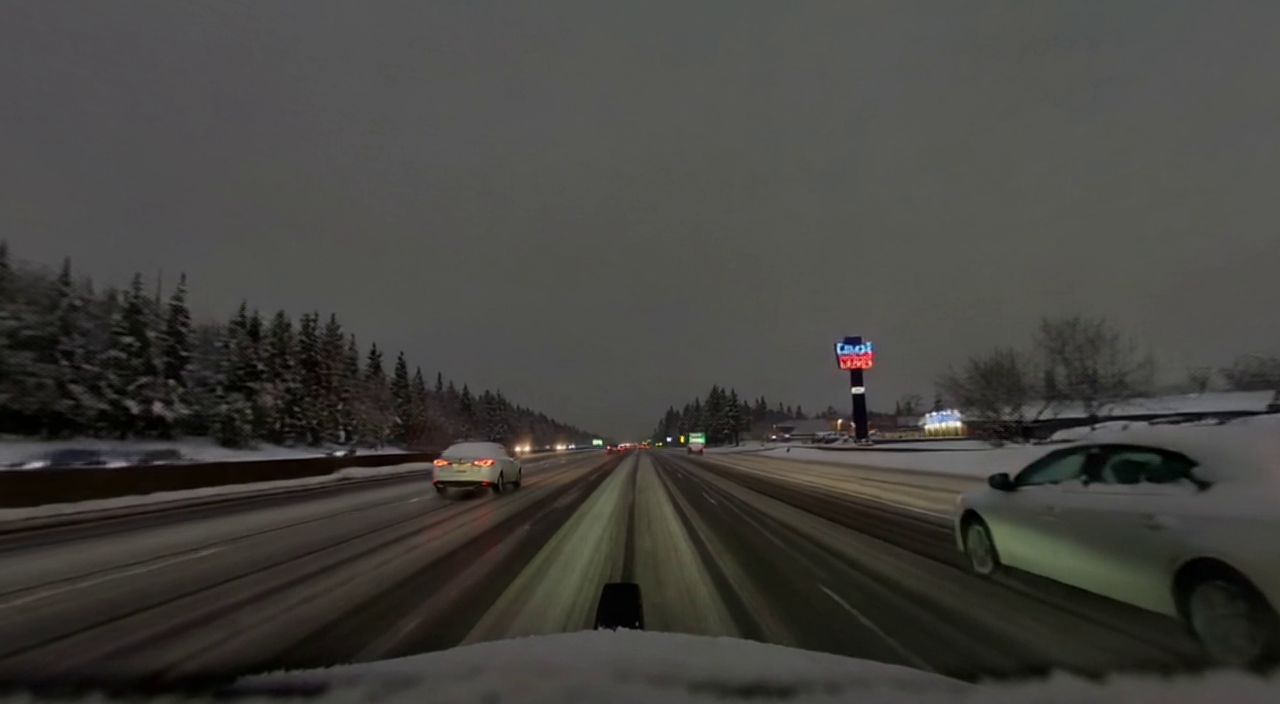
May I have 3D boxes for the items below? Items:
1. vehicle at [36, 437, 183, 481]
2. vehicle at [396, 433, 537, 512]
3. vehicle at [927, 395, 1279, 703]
[{"bbox_3d":[-18.942,3.825,22.790,1.920,1.437,3.849,0,-8,0],"label":"vehicle"},{"bbox_3d":[-3.707,2.653,14.372,1.939,1.508,4.272,0,-8,1],"label":"vehicle"},{"bbox_3d":[3.928,1.080,3.681,2.164,1.507,4.914,0,-8,-1],"label":"vehicle"}]
